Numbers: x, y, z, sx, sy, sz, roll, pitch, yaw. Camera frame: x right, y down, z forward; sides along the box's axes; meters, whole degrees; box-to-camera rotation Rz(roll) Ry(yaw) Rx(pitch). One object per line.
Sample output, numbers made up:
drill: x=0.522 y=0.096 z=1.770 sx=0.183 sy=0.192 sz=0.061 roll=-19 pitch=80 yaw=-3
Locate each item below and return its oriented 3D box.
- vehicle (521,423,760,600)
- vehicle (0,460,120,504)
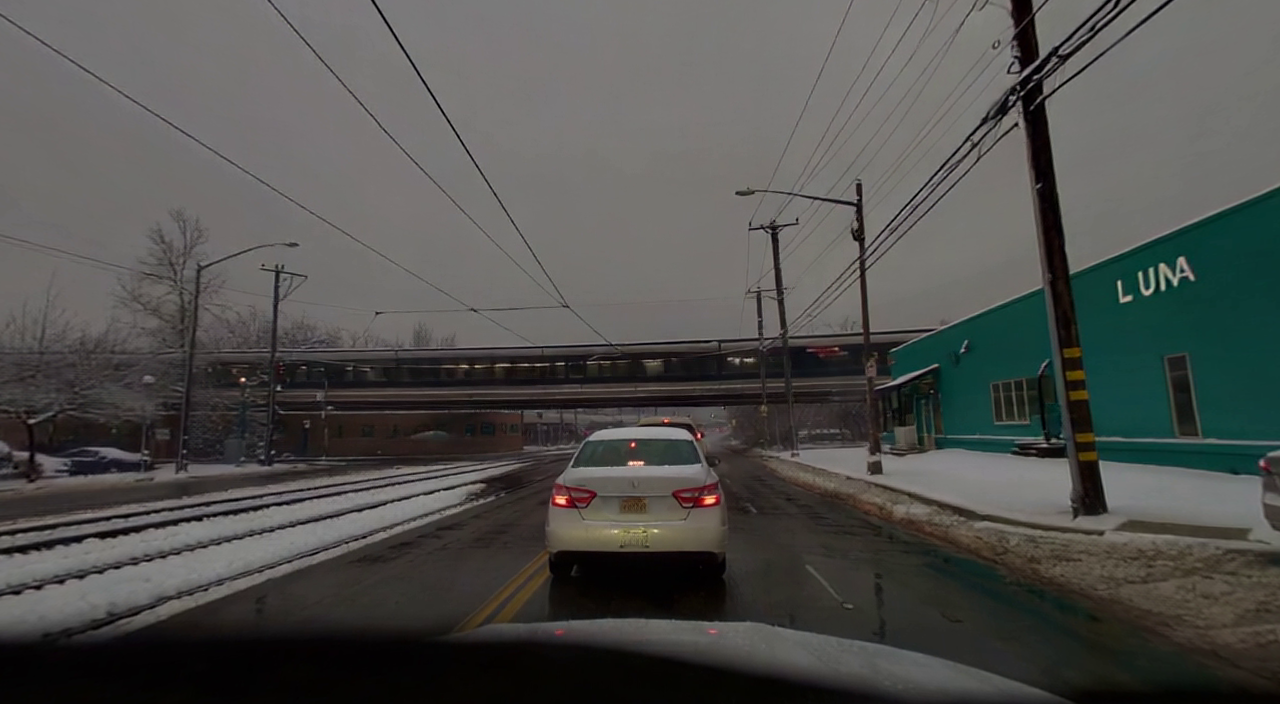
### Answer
vehicle: x=0.094 y=1.707 z=7.614 sx=2.090 sy=1.518 sz=4.033 roll=-1 pitch=-9 yaw=3
vehicle: x=-21.931 y=4.688 z=22.838 sx=4.566 sy=1.453 sz=1.935 roll=-1 pitch=-9 yaw=5
